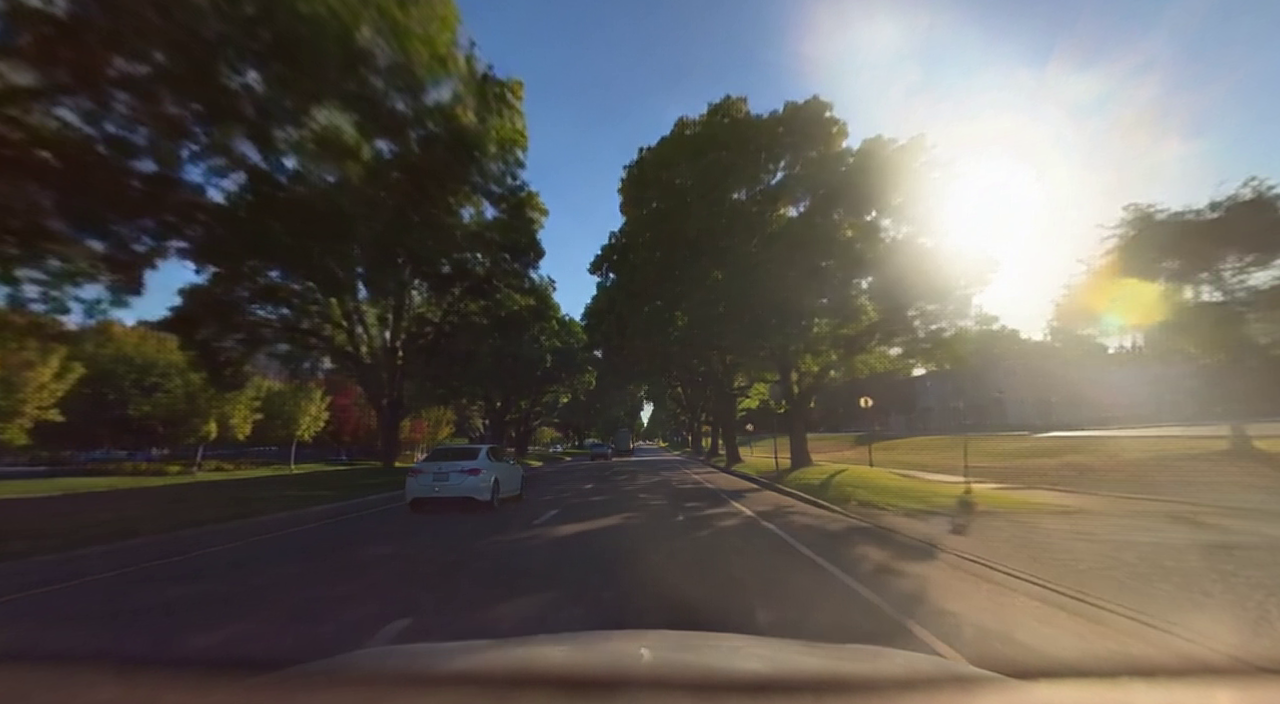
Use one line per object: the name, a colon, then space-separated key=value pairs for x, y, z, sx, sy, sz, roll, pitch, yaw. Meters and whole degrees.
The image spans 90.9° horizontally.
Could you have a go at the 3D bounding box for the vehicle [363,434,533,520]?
vehicle: x=-3.668 y=2.475 z=13.067 sx=2.033 sy=1.454 sz=4.512 roll=0 pitch=-8 yaw=1
